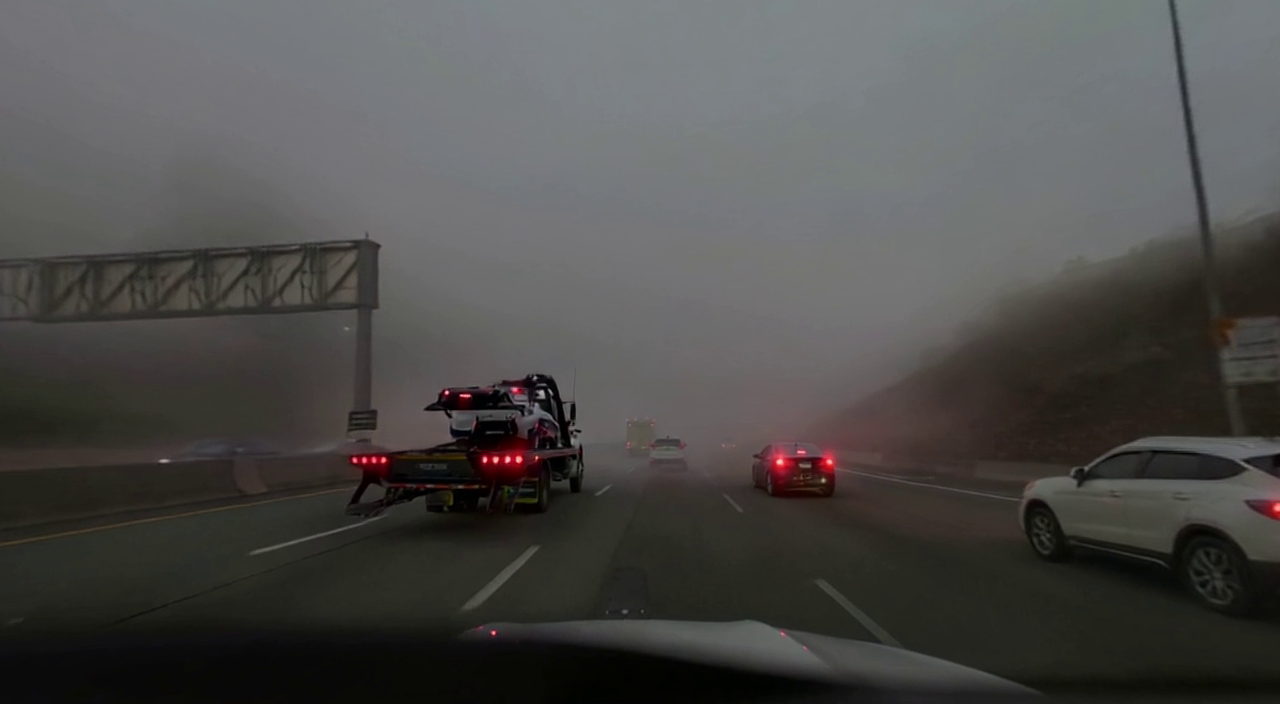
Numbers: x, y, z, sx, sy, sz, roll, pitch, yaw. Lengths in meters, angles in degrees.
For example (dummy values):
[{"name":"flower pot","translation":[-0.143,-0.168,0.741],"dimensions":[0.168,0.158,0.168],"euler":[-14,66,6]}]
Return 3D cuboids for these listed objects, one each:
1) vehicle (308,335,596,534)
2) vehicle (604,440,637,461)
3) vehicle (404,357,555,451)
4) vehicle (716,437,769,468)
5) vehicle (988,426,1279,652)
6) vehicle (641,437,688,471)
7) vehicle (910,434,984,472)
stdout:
[{"name":"vehicle","translation":[-3.156,1.959,14.578],"dimensions":[3.162,2.955,10.282],"euler":[0,-8,2]},{"name":"vehicle","translation":[-1.340,7.064,45.348],"dimensions":[2.016,1.450,4.310],"euler":[-1,-8,3]},{"name":"vehicle","translation":[-3.168,1.262,13.591],"dimensions":[1.893,1.674,4.766],"euler":[0,-8,2]},{"name":"vehicle","translation":[5.515,5.492,34.677],"dimensions":[2.075,1.614,4.682],"euler":[0,-8,-1]},{"name":"vehicle","translation":[5.214,1.392,5.230],"dimensions":[2.040,1.481,4.260],"euler":[0,-8,-3]},{"name":"vehicle","translation":[1.171,4.820,29.988],"dimensions":[2.079,1.499,3.915],"euler":[0,-8,2]},{"name":"vehicle","translation":[21.545,7.125,44.572],"dimensions":[2.433,2.488,4.939],"euler":[1,-8,-4]}]
